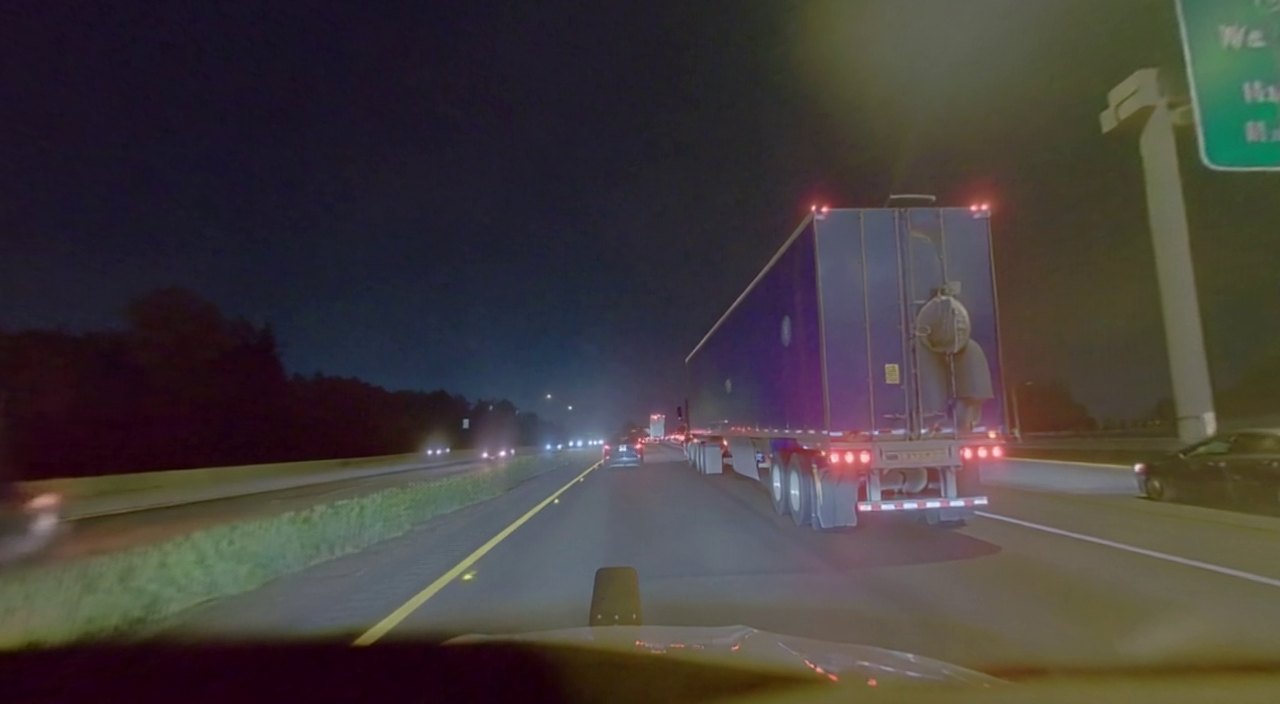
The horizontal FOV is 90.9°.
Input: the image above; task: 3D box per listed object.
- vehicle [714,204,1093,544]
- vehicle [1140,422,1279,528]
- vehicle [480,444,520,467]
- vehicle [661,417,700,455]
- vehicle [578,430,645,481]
[{"bbox_3d":[3.495,0.813,11.818,2.826,3.905,9.262,0,-8,-1],"label":"vehicle"},{"bbox_3d":[9.824,1.777,9.217,1.739,1.471,3.889,0,-8,-2],"label":"vehicle"},{"bbox_3d":[-9.343,6.922,42.372,1.853,1.459,4.228,0,-8,-1],"label":"vehicle"},{"bbox_3d":[3.120,6.613,49.452,2.475,2.782,4.986,0,-8,-3],"label":"vehicle"},{"bbox_3d":[-0.851,3.344,20.629,2.000,1.510,3.518,0,-8,0],"label":"vehicle"}]
